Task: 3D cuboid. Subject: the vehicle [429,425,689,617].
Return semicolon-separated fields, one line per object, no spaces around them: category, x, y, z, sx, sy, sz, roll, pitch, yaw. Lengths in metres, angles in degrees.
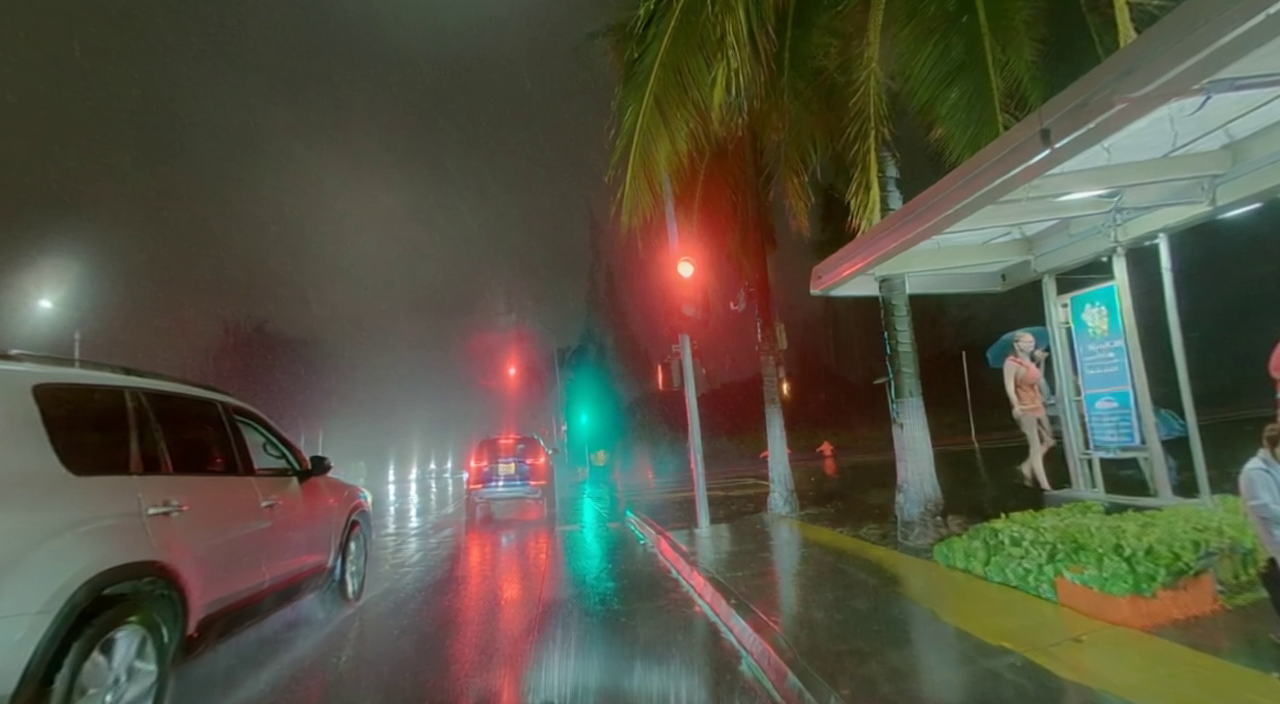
vehicle;-1.004;1.653;7.240;2.065;1.467;4.289;1;-9;-11

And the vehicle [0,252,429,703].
vehicle;-2.816;0.972;3.667;2.098;1.851;4.571;1;-9;-7

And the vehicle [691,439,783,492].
vehicle;4.899;5.756;32.205;3.986;1.636;1.903;10;5;-9
